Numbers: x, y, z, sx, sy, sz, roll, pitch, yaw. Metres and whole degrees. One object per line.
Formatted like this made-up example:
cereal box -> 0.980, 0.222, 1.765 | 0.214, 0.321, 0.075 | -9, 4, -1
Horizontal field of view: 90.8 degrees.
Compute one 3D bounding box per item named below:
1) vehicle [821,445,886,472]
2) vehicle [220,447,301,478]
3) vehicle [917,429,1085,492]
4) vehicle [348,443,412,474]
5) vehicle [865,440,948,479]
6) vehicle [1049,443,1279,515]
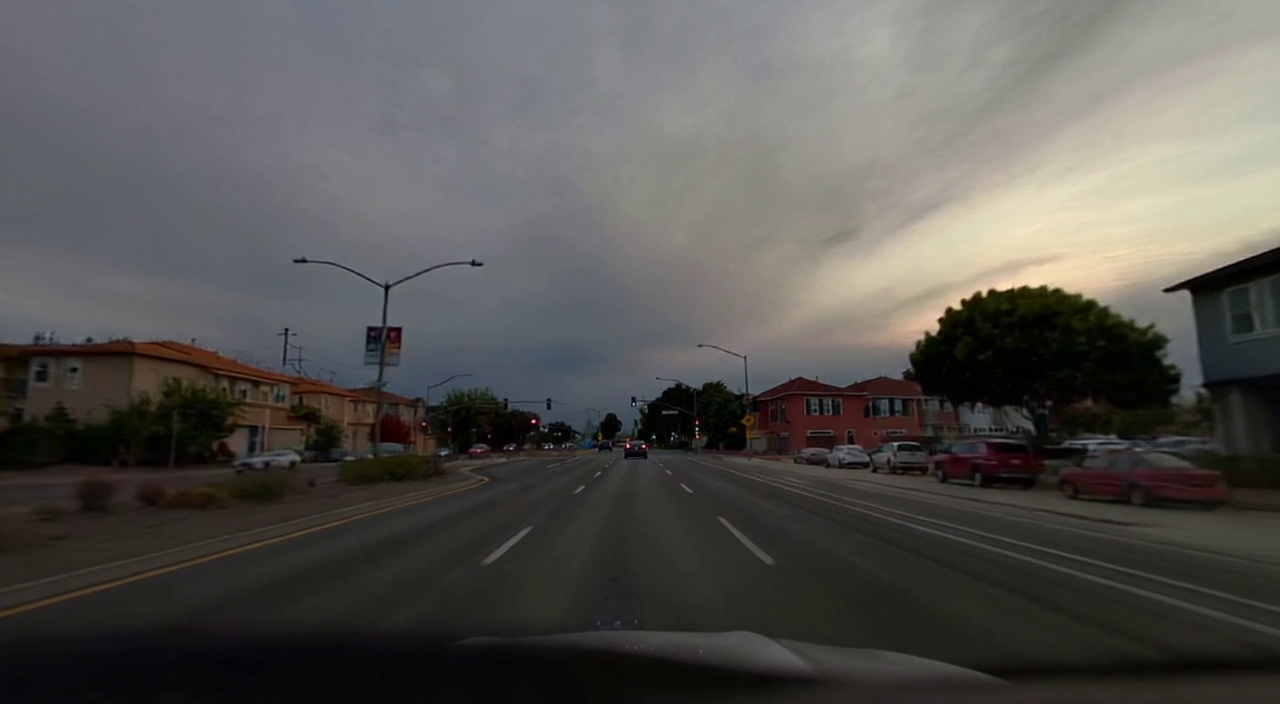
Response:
vehicle -> 12.413, 6.192, 37.043 | 2.128, 1.467, 4.987 | 0, -9, 1
vehicle -> -19.492, 5.658, 32.617 | 1.784, 1.485, 3.829 | 0, -8, 0
vehicle -> 12.621, 3.908, 22.825 | 2.386, 1.919, 6.109 | -1, -10, -1
vehicle -> -15.079, 6.176, 36.921 | 1.857, 1.656, 4.514 | 0, -9, 0
vehicle -> 12.603, 5.082, 30.207 | 1.976, 1.706, 4.354 | 0, -9, 0
vehicle -> 12.408, 3.008, 15.376 | 1.836, 1.448, 4.624 | -1, -10, 1
